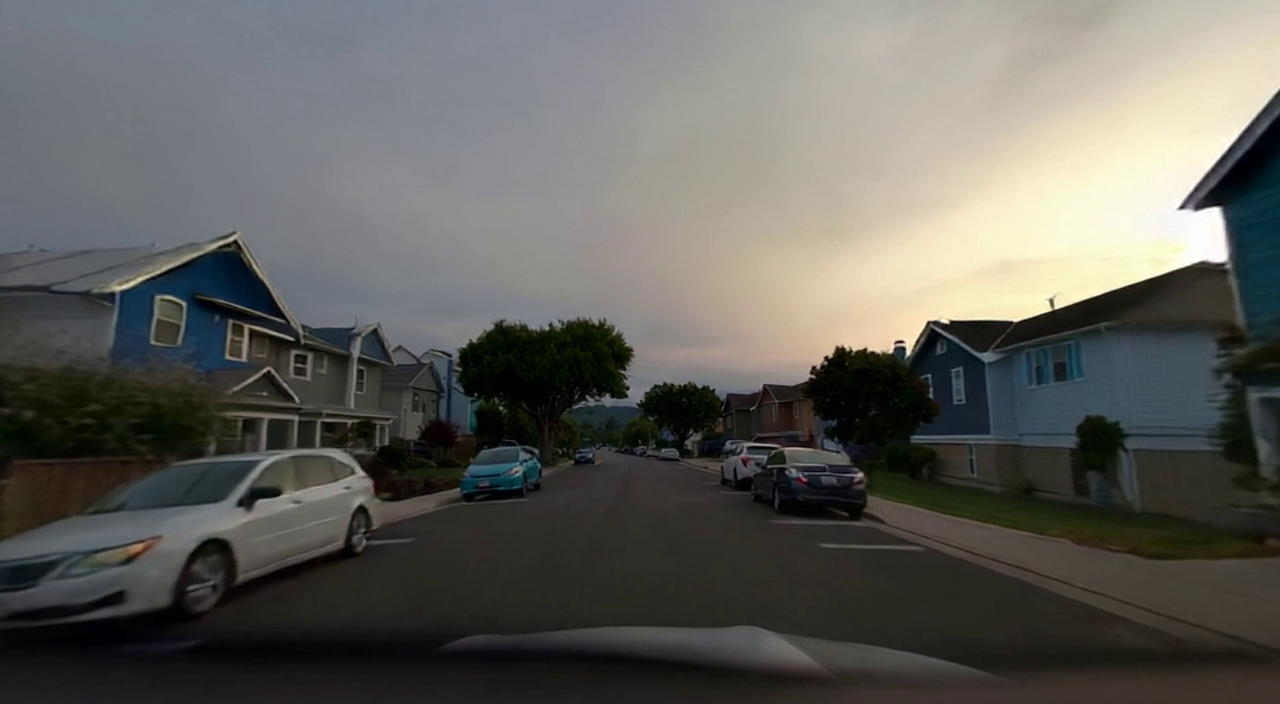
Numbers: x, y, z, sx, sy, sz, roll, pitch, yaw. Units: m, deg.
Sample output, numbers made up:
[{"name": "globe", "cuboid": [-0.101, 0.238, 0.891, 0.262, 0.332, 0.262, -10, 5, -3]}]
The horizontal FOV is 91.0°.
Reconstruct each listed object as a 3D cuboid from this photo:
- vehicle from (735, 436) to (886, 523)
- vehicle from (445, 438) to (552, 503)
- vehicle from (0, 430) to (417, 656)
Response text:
[{"name": "vehicle", "cuboid": [3.295, 2.529, 13.174, 1.888, 1.484, 4.476, 0, -8, 0]}, {"name": "vehicle", "cuboid": [-3.959, 3.377, 18.503, 2.089, 1.508, 4.537, 2, -7, 0]}, {"name": "vehicle", "cuboid": [-4.333, 1.644, 6.859, 2.020, 1.470, 5.300, 0, -8, -2]}]
